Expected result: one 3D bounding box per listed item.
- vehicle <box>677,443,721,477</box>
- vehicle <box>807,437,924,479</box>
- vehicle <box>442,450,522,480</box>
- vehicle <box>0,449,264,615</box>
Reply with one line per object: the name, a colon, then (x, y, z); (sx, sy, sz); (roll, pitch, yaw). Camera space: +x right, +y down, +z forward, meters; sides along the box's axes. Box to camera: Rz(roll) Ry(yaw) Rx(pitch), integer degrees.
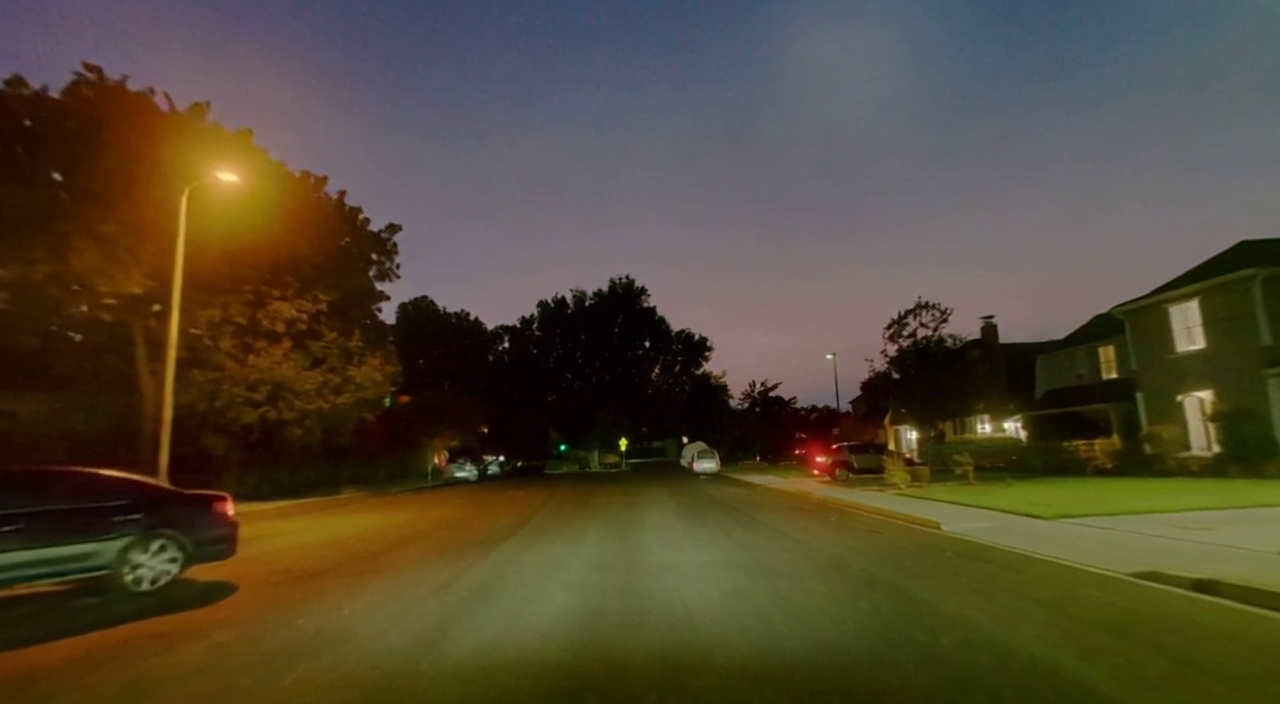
vehicle: (3.534, 6.573, 38.723); (2.051, 1.925, 4.625); (0, -9, -2)
vehicle: (10.542, 4.998, 29.850); (4.733, 1.843, 2.005); (0, -9, 1)
vehicle: (-10.207, 7.304, 41.012); (4.620, 1.695, 2.004); (5, -12, -39)
vehicle: (-6.881, 1.837, 6.758); (4.750, 1.559, 1.928); (5, -10, -32)
